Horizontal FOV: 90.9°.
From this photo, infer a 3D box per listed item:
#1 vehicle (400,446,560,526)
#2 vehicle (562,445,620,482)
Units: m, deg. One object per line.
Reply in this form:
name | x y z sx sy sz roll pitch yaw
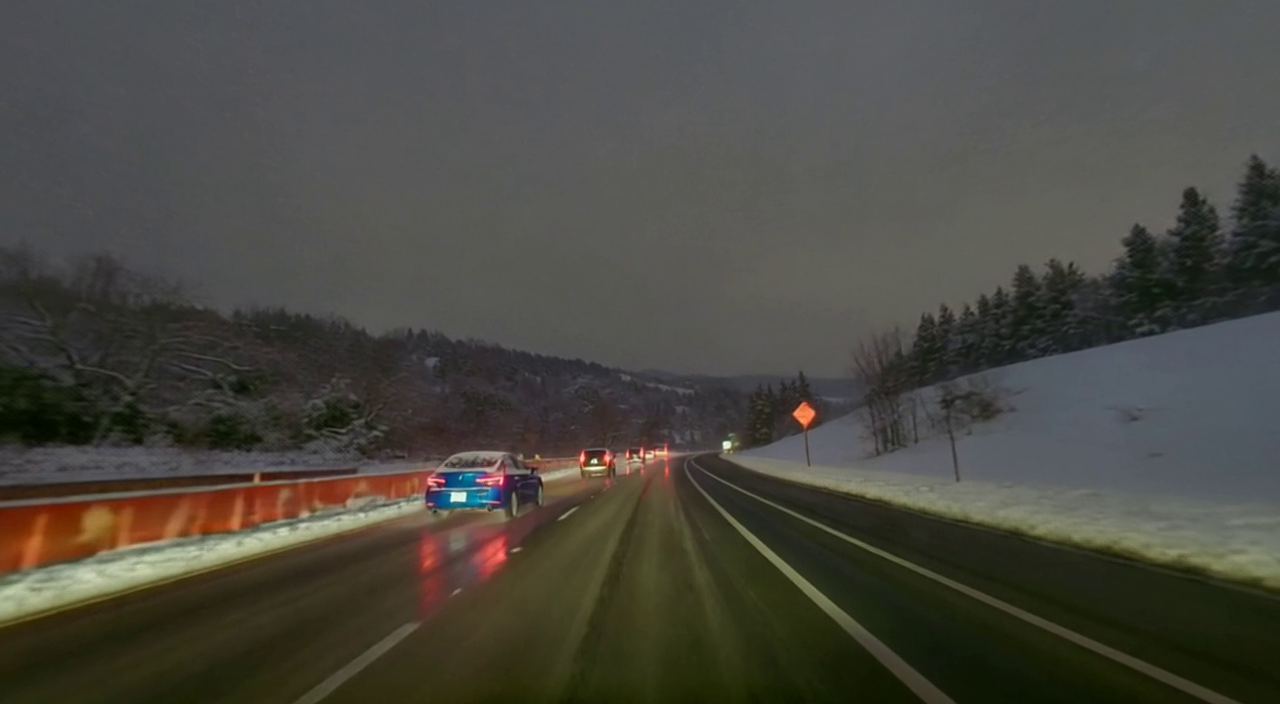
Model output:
vehicle | -2.970 2.577 12.669 2.061 1.330 3.928 0 -9 2
vehicle | -2.042 4.821 27.529 2.094 1.480 4.124 0 -9 2
